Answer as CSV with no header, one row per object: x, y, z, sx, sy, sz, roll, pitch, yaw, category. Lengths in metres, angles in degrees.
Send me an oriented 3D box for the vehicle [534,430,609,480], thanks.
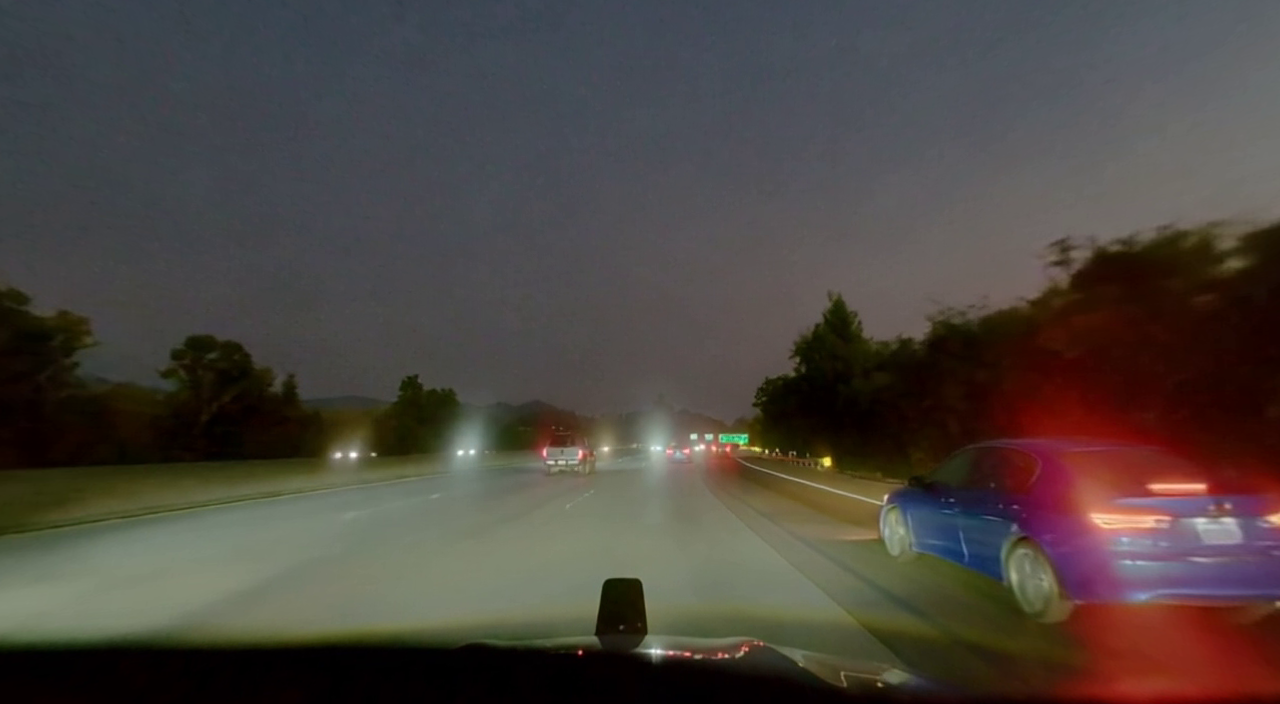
-2.634,4.147,25.556,2.185,1.823,4.854,0,-9,4,vehicle

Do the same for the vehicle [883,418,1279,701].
4.151,1.453,5.675,2.131,1.497,4.456,0,-9,0,vehicle

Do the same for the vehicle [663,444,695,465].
2.814,7.224,44.603,2.158,1.458,3.656,-1,-9,5,vehicle
